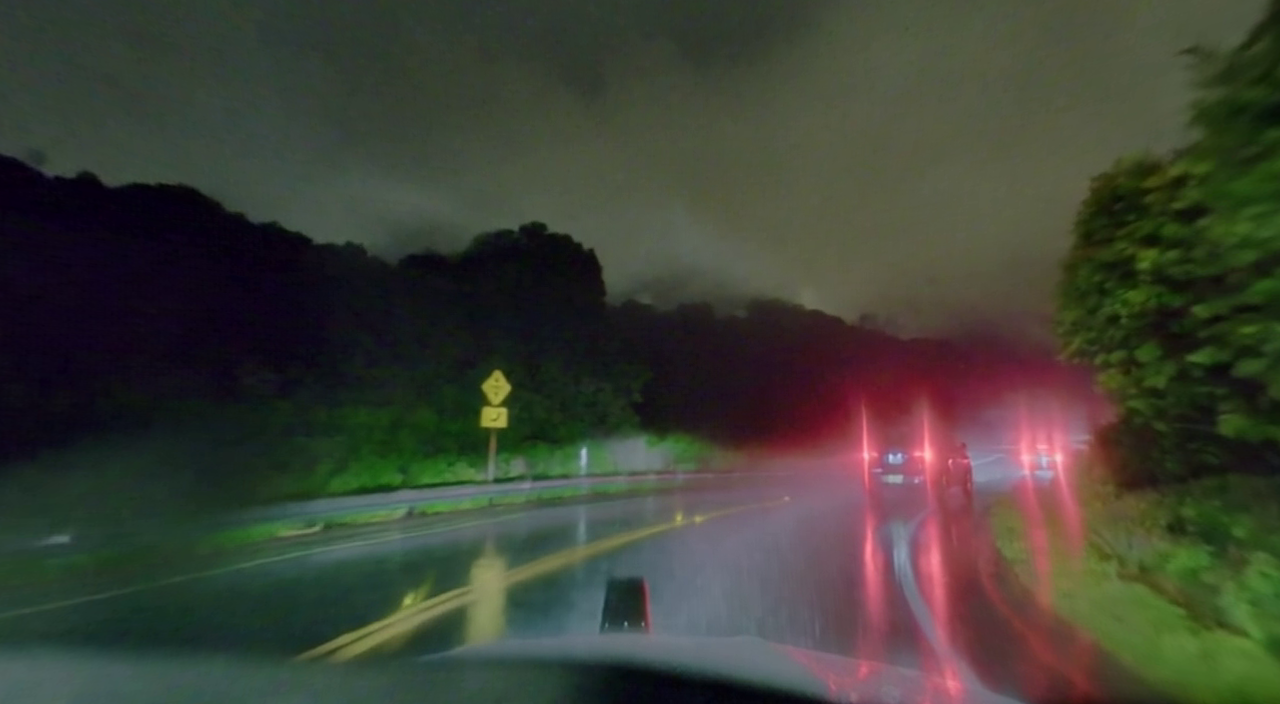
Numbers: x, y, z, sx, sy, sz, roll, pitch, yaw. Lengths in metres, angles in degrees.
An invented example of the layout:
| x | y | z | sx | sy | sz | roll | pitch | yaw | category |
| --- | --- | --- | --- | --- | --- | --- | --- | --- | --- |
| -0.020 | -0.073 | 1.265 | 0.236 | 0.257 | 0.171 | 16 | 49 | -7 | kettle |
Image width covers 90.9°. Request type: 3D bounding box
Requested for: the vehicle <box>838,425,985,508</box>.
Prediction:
| x | y | z | sx | sy | sz | roll | pitch | yaw | category |
| --- | --- | --- | --- | --- | --- | --- | --- | --- | --- |
| 8.005 | 3.202 | 18.193 | 2.500 | 1.961 | 5.637 | -6 | -11 | 37 | vehicle |
